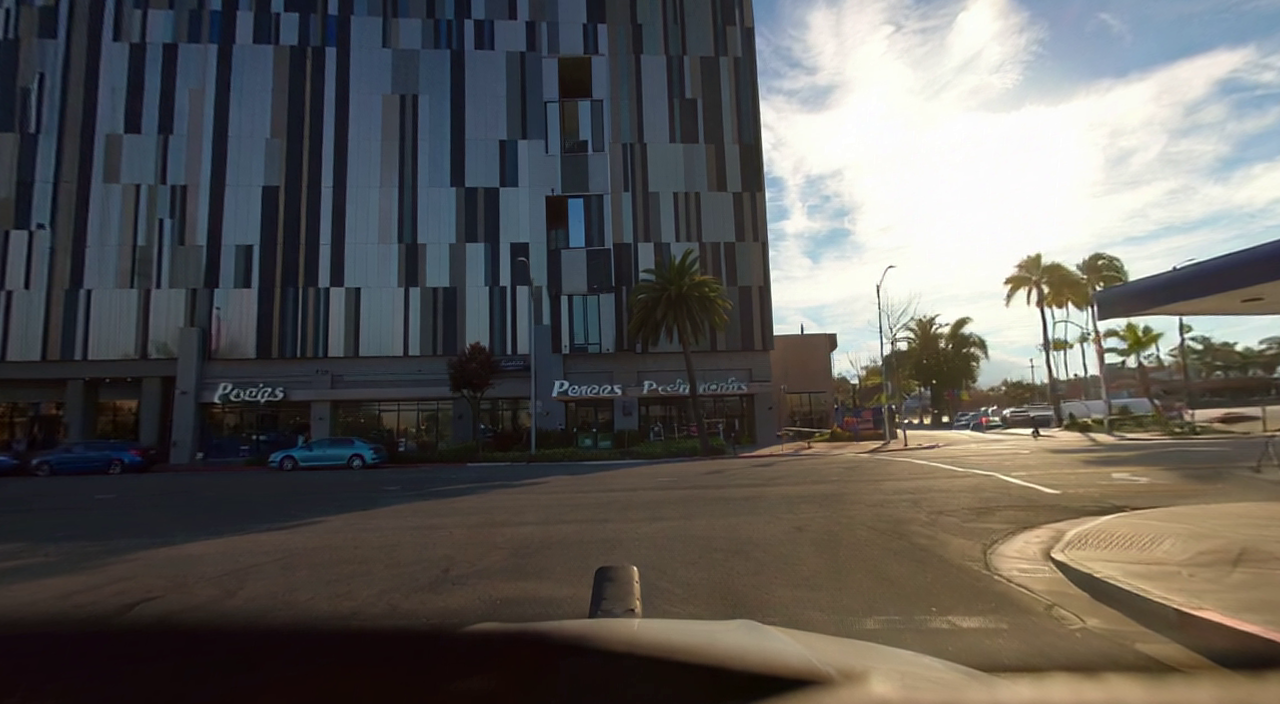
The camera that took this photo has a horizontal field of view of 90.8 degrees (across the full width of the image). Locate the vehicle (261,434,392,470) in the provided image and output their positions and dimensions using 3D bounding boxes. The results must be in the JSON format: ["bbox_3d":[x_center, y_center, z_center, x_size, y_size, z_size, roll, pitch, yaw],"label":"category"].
[{"bbox_3d":[-13.941,4.466,28.259,4.857,1.497,1.811,0,-9,2],"label":"vehicle"}]

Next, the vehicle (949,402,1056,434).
[{"bbox_3d":[28.569,5.238,49.983,7.026,2.329,2.545,1,-6,-4],"label":"vehicle"}]

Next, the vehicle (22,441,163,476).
[{"bbox_3d":[-23.622,4.600,27.399,4.321,1.430,1.775,0,-9,-2],"label":"vehicle"}]

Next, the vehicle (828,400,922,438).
[{"bbox_3d":[16.075,4.614,43.416,5.524,2.504,2.196,0,-9,-3],"label":"vehicle"}]

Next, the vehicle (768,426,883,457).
[{"bbox_3d":[8.621,4.201,29.586,4.782,1.371,1.763,1,-9,-6],"label":"vehicle"}]
